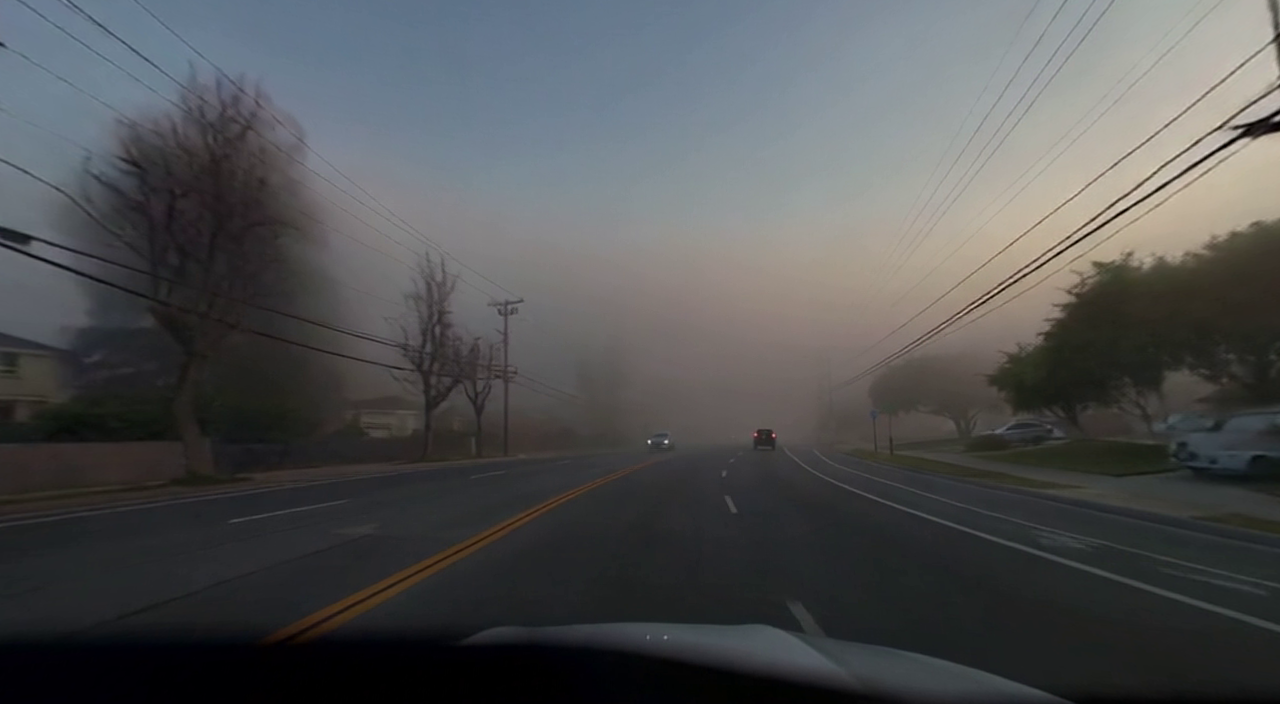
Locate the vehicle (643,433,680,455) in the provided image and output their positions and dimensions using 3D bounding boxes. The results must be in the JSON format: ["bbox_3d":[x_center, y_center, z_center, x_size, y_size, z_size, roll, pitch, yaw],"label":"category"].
[{"bbox_3d":[1.609,6.635,45.527,1.974,1.479,4.392,-2,-9,12],"label":"vehicle"}]

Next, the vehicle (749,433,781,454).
[{"bbox_3d":[9.017,6.640,45.694,1.982,1.451,4.152,-1,-9,7],"label":"vehicle"}]

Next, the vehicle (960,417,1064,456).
[{"bbox_3d":[20.826,4.766,35.350,4.687,1.805,2.130,-10,-12,34],"label":"vehicle"}]
